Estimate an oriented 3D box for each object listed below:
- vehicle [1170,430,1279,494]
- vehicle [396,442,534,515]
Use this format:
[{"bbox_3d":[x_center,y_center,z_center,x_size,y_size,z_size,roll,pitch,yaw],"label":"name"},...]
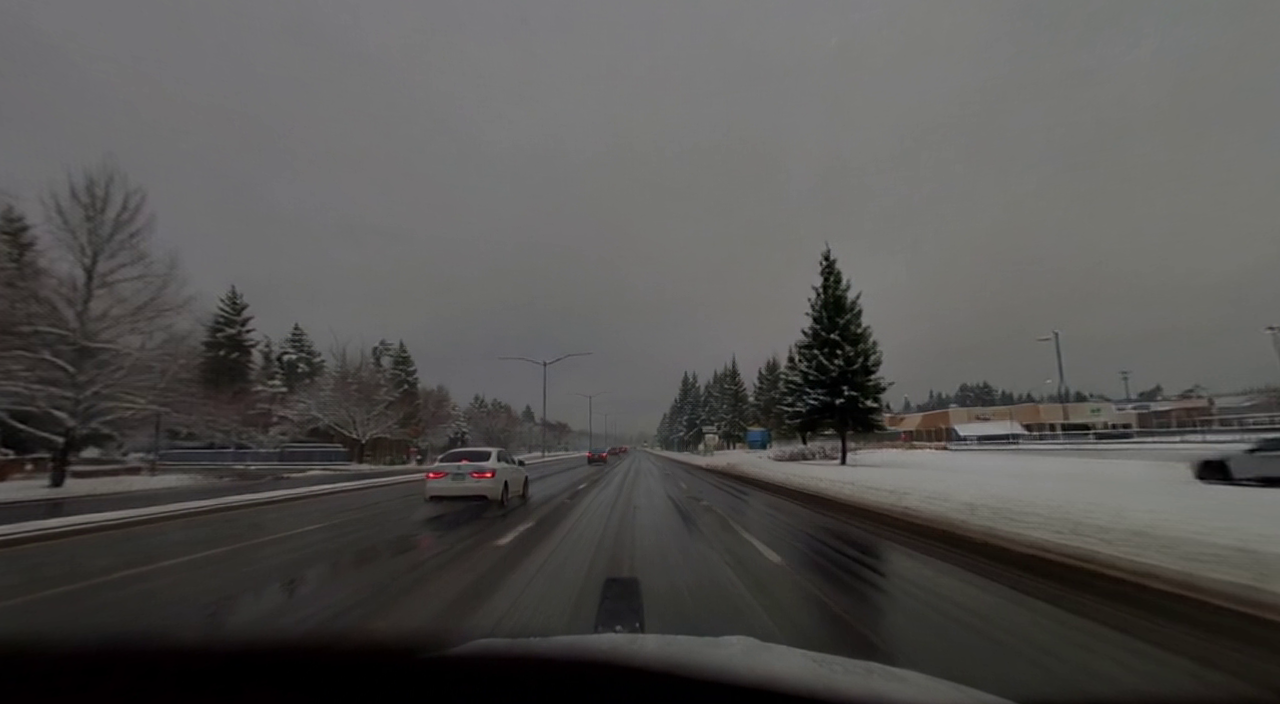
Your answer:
[{"bbox_3d":[16.201,2.668,15.531,4.429,1.459,1.967,-1,-9,2],"label":"vehicle"},{"bbox_3d":[-3.936,2.919,15.138,2.003,1.454,4.484,0,-9,0],"label":"vehicle"}]
